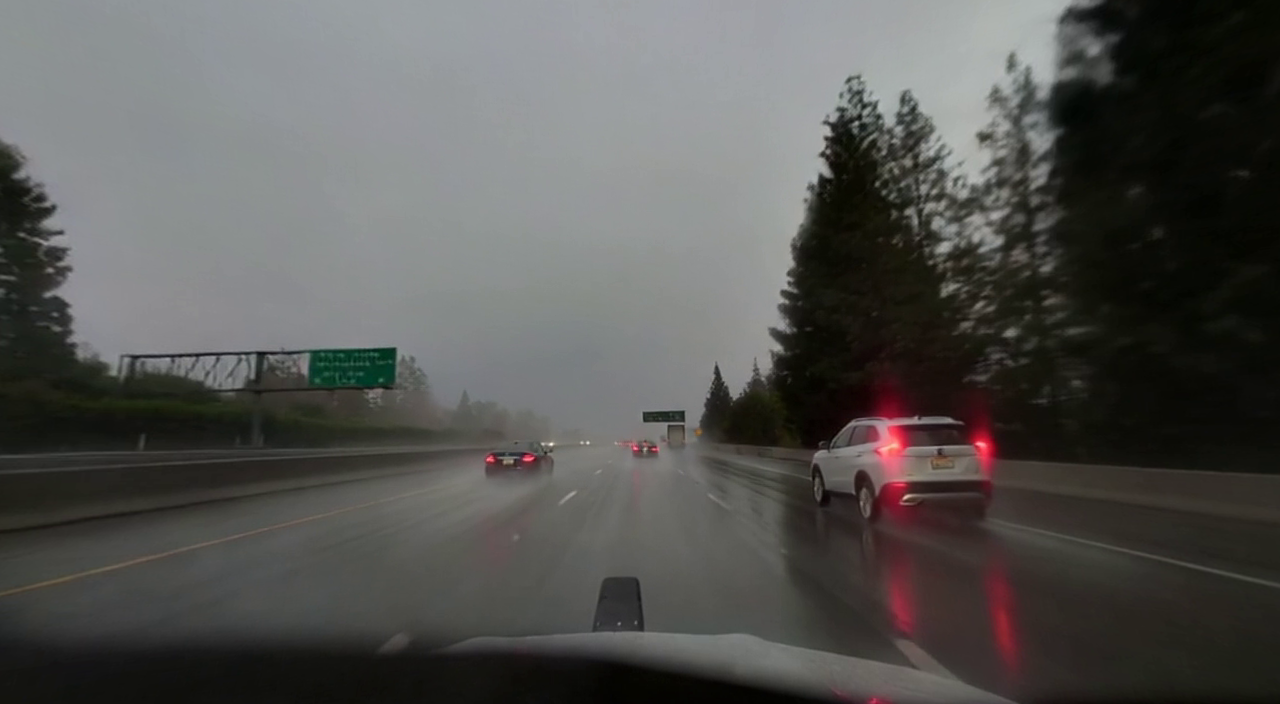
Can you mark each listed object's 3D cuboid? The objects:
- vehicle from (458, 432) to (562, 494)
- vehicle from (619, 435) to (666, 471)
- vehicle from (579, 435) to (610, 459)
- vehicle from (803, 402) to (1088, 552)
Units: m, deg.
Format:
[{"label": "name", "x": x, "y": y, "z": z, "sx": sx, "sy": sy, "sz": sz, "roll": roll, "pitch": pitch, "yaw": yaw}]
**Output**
[{"label": "vehicle", "x": -3.611, "y": 3.168, "z": 18.399, "sx": 2.066, "sy": 1.561, "sz": 4.495, "roll": -1, "pitch": -8, "yaw": 0}, {"label": "vehicle", "x": 0.095, "y": 4.735, "z": 29.692, "sx": 2.049, "sy": 1.542, "sz": 3.816, "roll": 0, "pitch": -8, "yaw": 0}, {"label": "vehicle", "x": -3.413, "y": 7.265, "z": 48.172, "sx": 2.044, "sy": 1.682, "sz": 4.201, "roll": -1, "pitch": -8, "yaw": 1}, {"label": "vehicle", "x": 4.105, "y": 1.753, "z": 9.473, "sx": 2.025, "sy": 1.707, "sz": 4.279, "roll": 0, "pitch": -8, "yaw": -2}]
